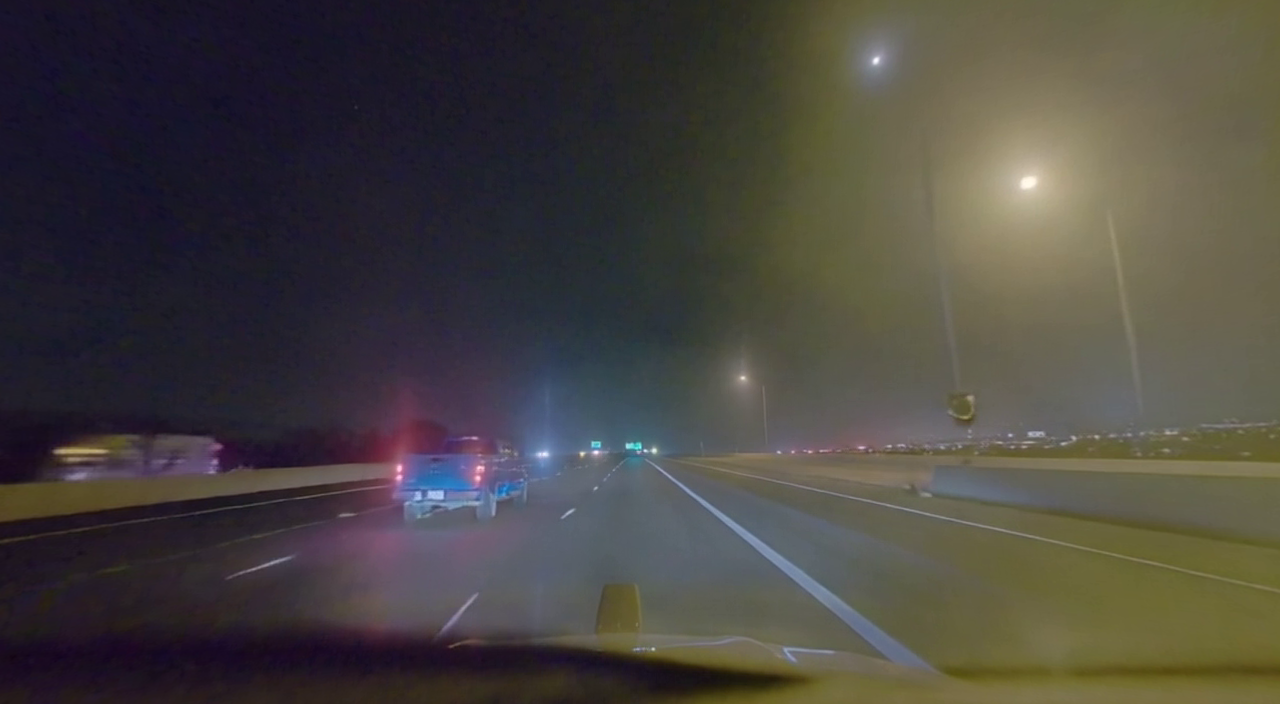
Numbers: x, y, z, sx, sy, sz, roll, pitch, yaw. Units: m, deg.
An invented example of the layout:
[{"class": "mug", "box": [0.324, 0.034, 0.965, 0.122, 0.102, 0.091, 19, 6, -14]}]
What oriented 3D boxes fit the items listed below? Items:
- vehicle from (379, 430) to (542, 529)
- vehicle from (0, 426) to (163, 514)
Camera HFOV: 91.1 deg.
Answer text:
[{"class": "vehicle", "box": [-3.516, 2.598, 13.375, 2.152, 1.717, 4.423, 0, -9, 0]}, {"class": "vehicle", "box": [-20.162, 3.929, 21.371, 2.250, 2.581, 7.167, 0, -9, -1]}]
